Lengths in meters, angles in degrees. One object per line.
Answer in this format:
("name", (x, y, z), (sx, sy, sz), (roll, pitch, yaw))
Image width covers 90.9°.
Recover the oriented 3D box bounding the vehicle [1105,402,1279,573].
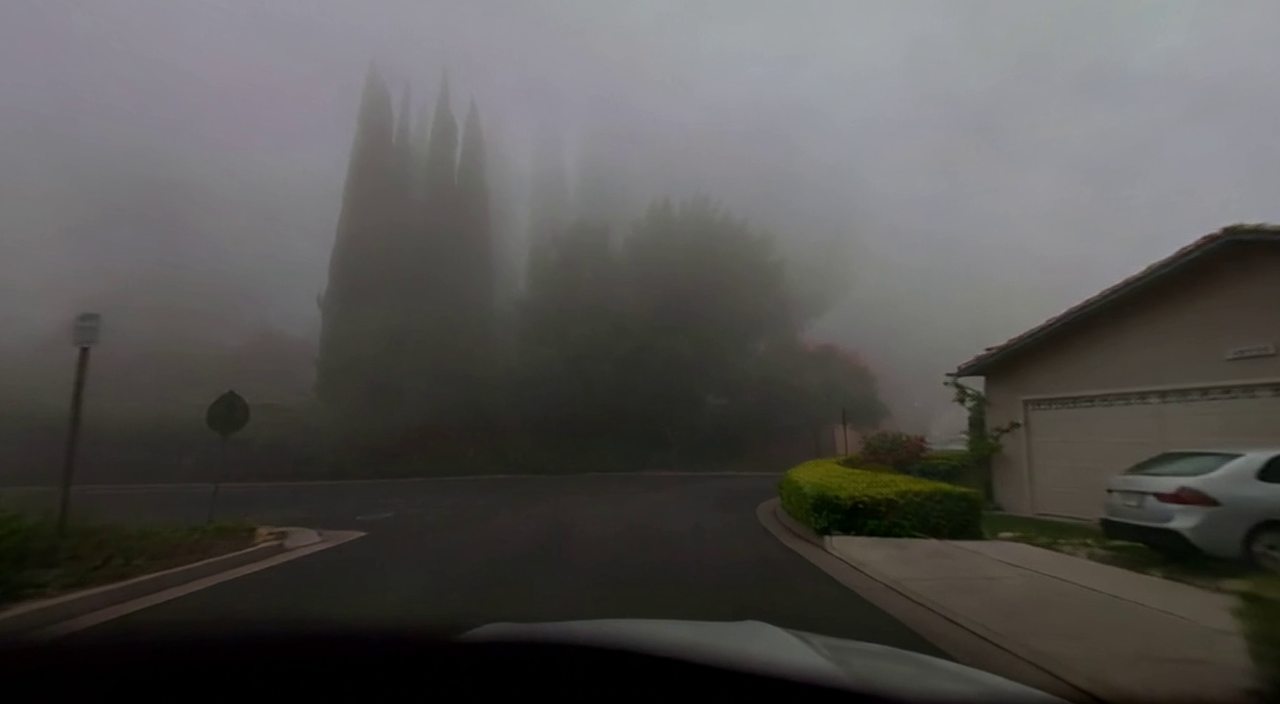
("vehicle", (8.887, 1.572, 7.535), (4.801, 1.788, 2.073), (-1, -9, 6))
